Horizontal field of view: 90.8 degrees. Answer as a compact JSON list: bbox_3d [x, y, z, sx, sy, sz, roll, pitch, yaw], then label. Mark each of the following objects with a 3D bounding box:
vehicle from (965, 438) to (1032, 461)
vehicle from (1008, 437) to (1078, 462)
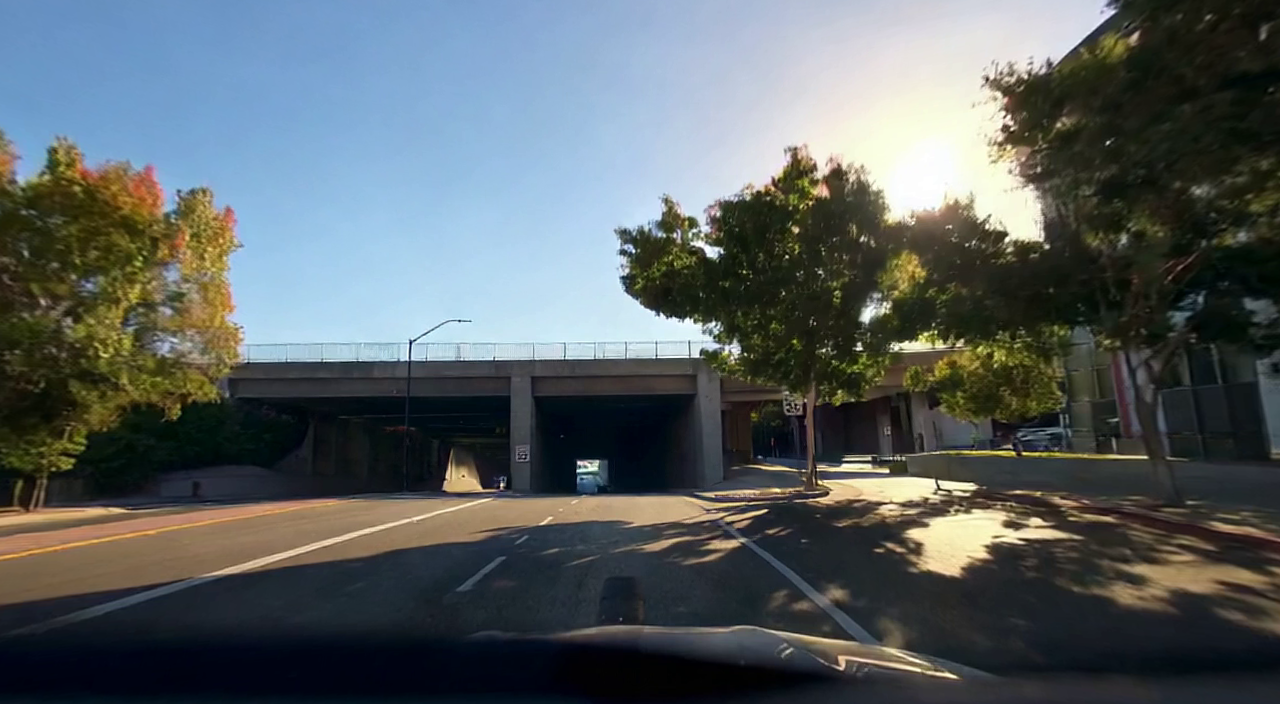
[{"bbox_3d":[24.545,6.686,43.407,1.931,1.465,4.207,1,-9,-4],"label":"vehicle"},{"bbox_3d":[27.263,6.580,42.883,1.901,1.525,3.948,0,-7,-4],"label":"vehicle"}]
